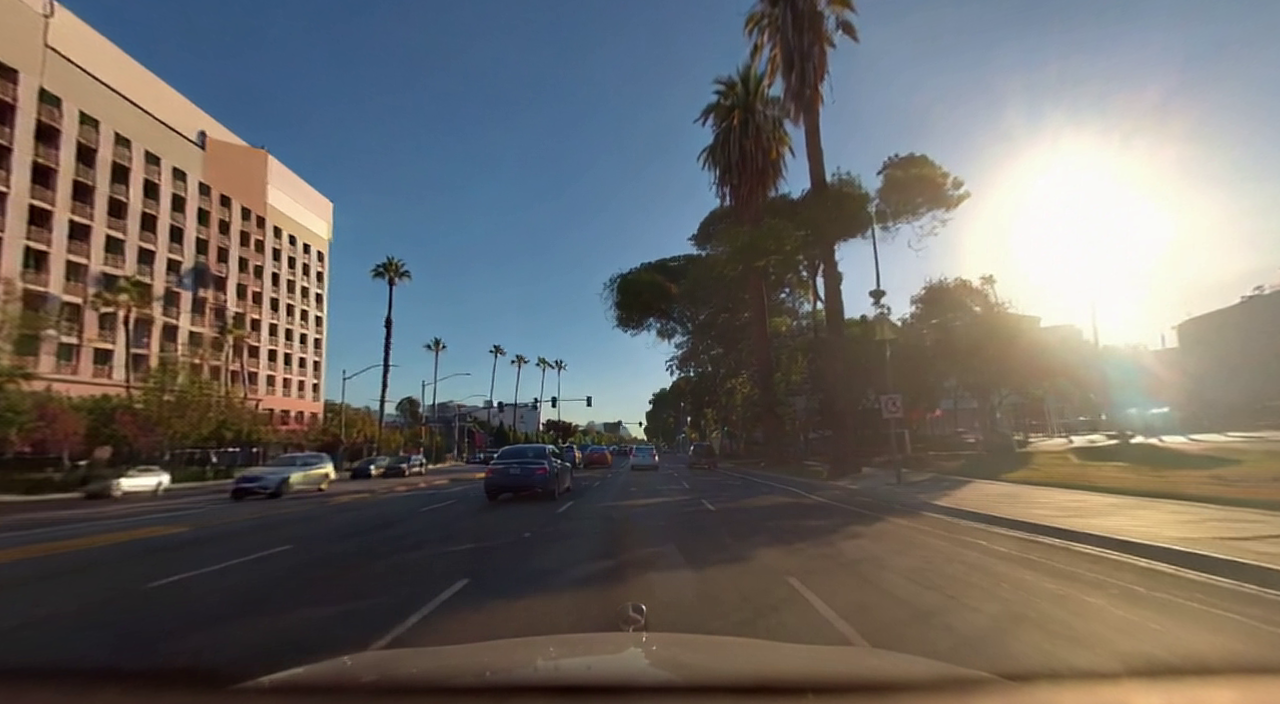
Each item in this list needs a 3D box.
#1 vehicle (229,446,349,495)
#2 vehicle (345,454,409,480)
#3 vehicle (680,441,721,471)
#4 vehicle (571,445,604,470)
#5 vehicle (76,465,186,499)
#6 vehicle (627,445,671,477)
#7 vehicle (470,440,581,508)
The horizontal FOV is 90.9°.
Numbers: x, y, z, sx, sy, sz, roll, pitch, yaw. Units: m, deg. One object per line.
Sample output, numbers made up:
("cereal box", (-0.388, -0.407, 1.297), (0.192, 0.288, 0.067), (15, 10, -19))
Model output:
("vehicle", (-13.647, 4.593, 24.925), (2.096, 1.721, 4.628), (0, -8, -1))
("vehicle", (-16.830, 7.390, 40.608), (1.937, 1.480, 4.889), (0, -8, 1))
("vehicle", (3.758, 6.546, 39.805), (2.108, 1.785, 4.334), (0, -8, -1))
("vehicle", (-3.748, 7.607, 45.812), (2.168, 1.719, 4.283), (0, -8, -2))
("vehicle", (-26.308, 6.732, 32.831), (1.872, 1.472, 4.513), (0, -8, 1))
("vehicle", (0.437, 5.560, 32.375), (2.147, 1.507, 3.953), (0, -8, 0))
("vehicle", (-2.771, 3.058, 16.319), (1.908, 1.505, 4.369), (0, -8, 2))
